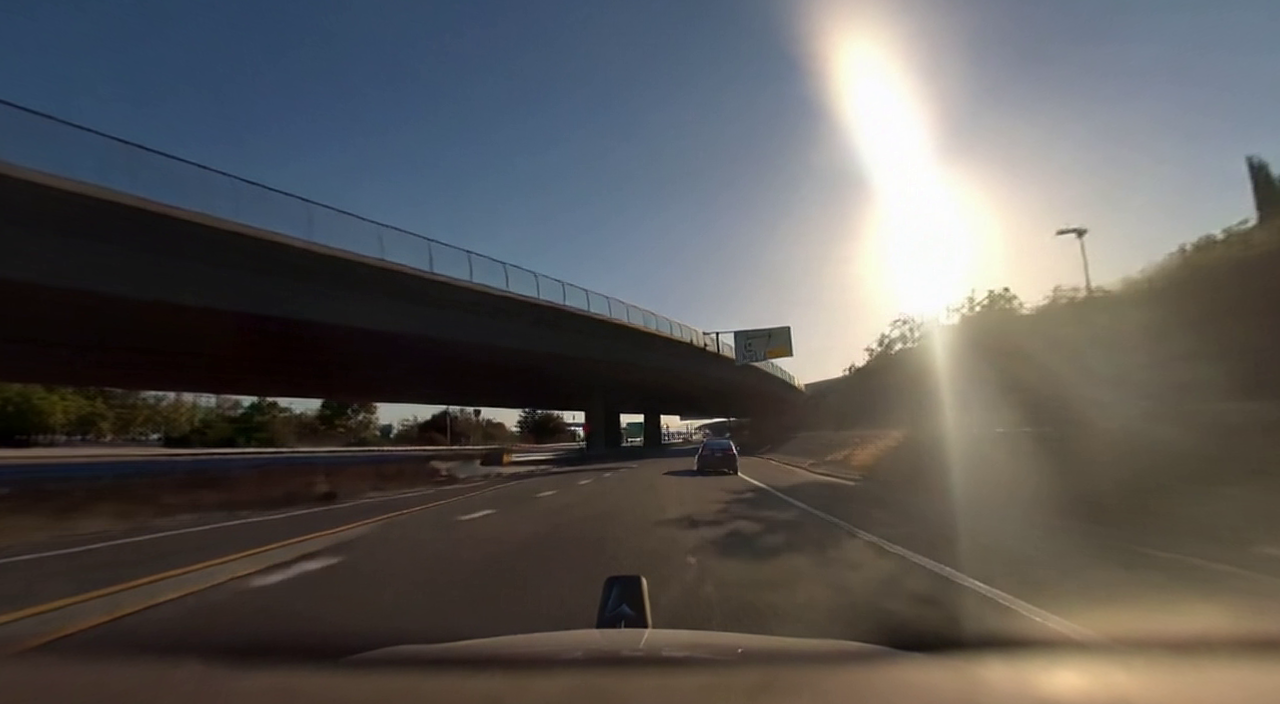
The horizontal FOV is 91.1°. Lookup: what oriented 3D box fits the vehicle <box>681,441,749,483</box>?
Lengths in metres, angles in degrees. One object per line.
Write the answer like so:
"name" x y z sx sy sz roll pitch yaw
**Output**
"vehicle" 2.710 4.097 23.693 2.124 1.405 4.398 0 -8 1
